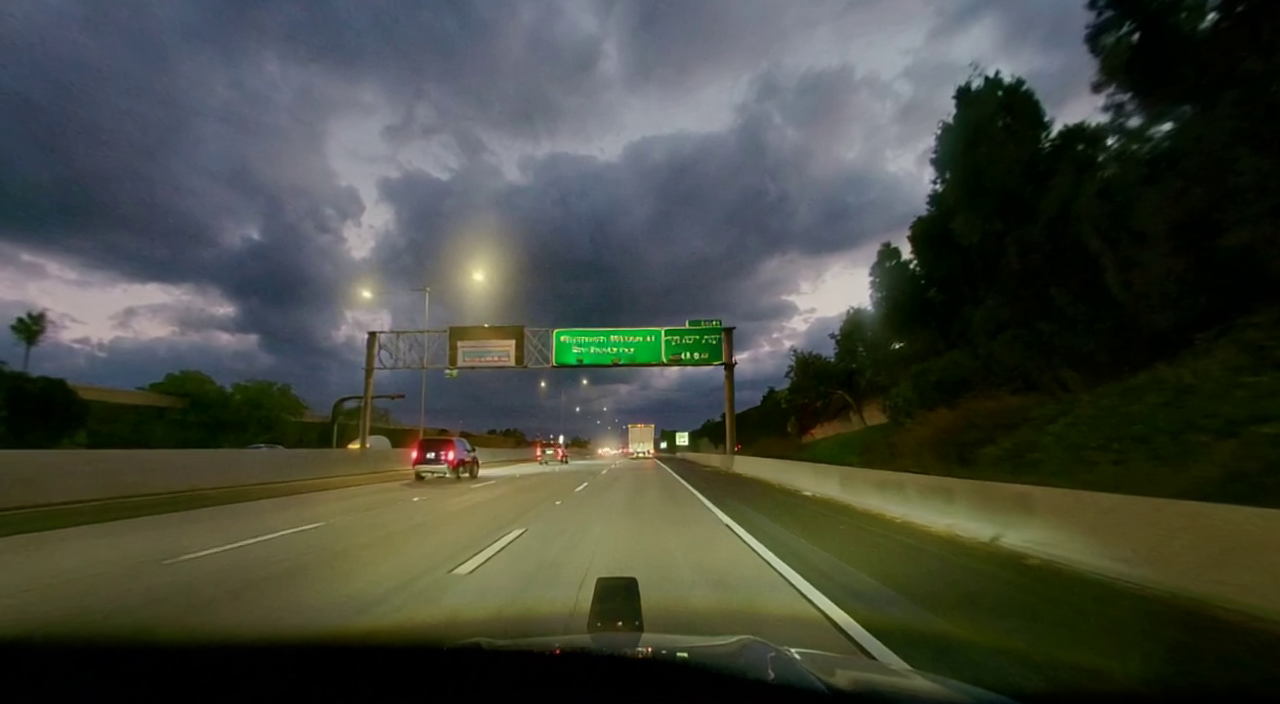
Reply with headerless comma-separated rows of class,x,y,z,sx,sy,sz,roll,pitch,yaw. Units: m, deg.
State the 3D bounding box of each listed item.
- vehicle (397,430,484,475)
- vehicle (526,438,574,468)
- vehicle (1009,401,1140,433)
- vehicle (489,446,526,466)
vehicle,-10.650,5.446,34.278,2.571,2.169,6.443,0,-9,0
vehicle,-6.366,7.229,45.260,2.502,1.997,5.697,0,-9,0
vehicle,27.068,4.182,39.577,2.401,1.540,6.222,4,-11,-29
vehicle,-10.105,7.971,48.283,1.909,1.475,4.199,0,-9,1
